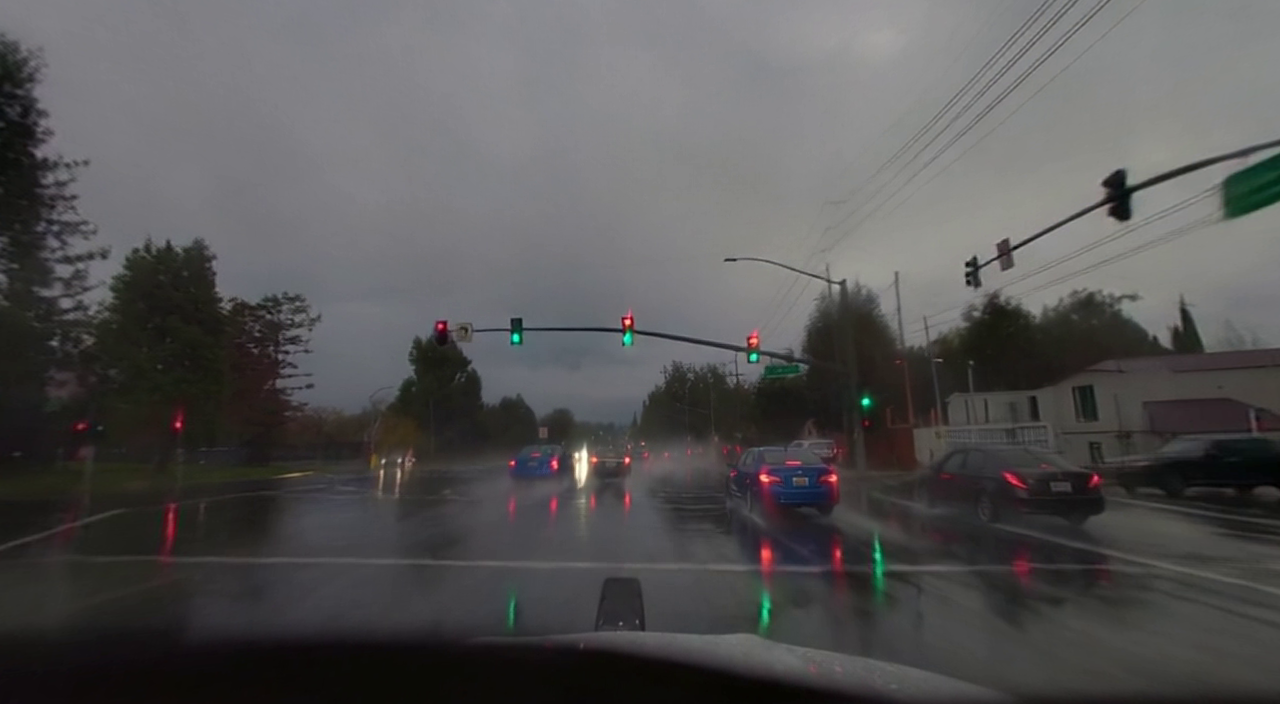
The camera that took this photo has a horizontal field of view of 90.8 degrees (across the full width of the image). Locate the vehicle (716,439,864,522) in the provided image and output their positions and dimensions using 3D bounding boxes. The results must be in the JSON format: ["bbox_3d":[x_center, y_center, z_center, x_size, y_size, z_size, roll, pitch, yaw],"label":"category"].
[{"bbox_3d":[3.038,2.699,13.888,2.053,1.490,4.464,0,-8,-1],"label":"vehicle"}]

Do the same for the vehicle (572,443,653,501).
[{"bbox_3d":[-0.737,3.400,18.388,2.065,1.464,4.216,0,-8,-1],"label":"vehicle"}]

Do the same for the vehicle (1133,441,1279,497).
[{"bbox_3d":[17.126,3.212,17.609,4.828,1.456,2.037,-1,-9,8],"label":"vehicle"}]

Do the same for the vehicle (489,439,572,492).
[{"bbox_3d":[-3.610,3.828,21.714,2.073,1.606,4.364,0,-8,0],"label":"vehicle"}]

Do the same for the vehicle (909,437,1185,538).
[{"bbox_3d":[6.907,2.312,11.489,2.004,1.455,4.417,0,-8,-1],"label":"vehicle"}]
